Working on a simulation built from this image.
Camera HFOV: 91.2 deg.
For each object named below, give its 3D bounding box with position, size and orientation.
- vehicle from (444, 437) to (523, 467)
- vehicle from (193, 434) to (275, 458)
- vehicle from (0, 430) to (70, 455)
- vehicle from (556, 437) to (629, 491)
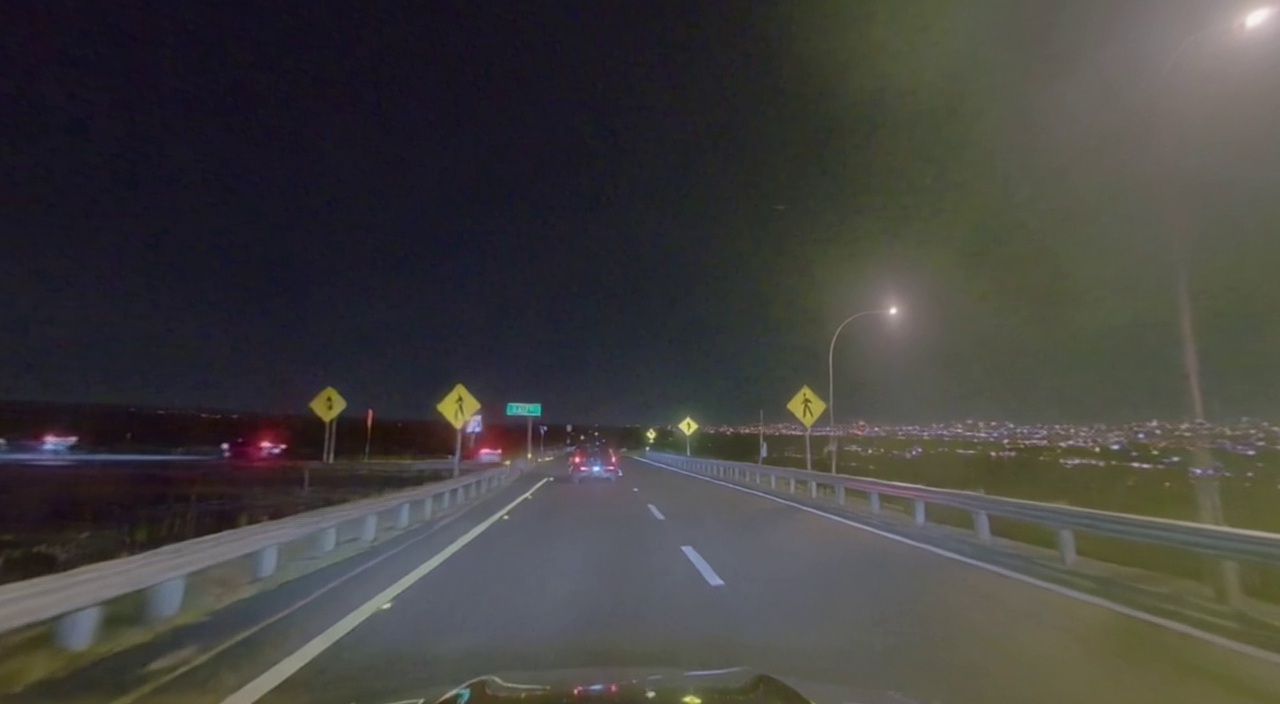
[{"bbox_3d":[-8.535,5.422,34.002,4.278,1.505,2.018,-8,-11,40],"label":"vehicle"},{"bbox_3d":[-25.959,6.010,40.144,3.904,1.482,1.834,0,-9,-1],"label":"vehicle"},{"bbox_3d":[-38.533,5.633,39.025,4.005,1.472,1.807,1,-9,-8],"label":"vehicle"},{"bbox_3d":[-1.455,3.395,19.306,2.006,1.486,3.950,1,-9,-4],"label":"vehicle"}]
